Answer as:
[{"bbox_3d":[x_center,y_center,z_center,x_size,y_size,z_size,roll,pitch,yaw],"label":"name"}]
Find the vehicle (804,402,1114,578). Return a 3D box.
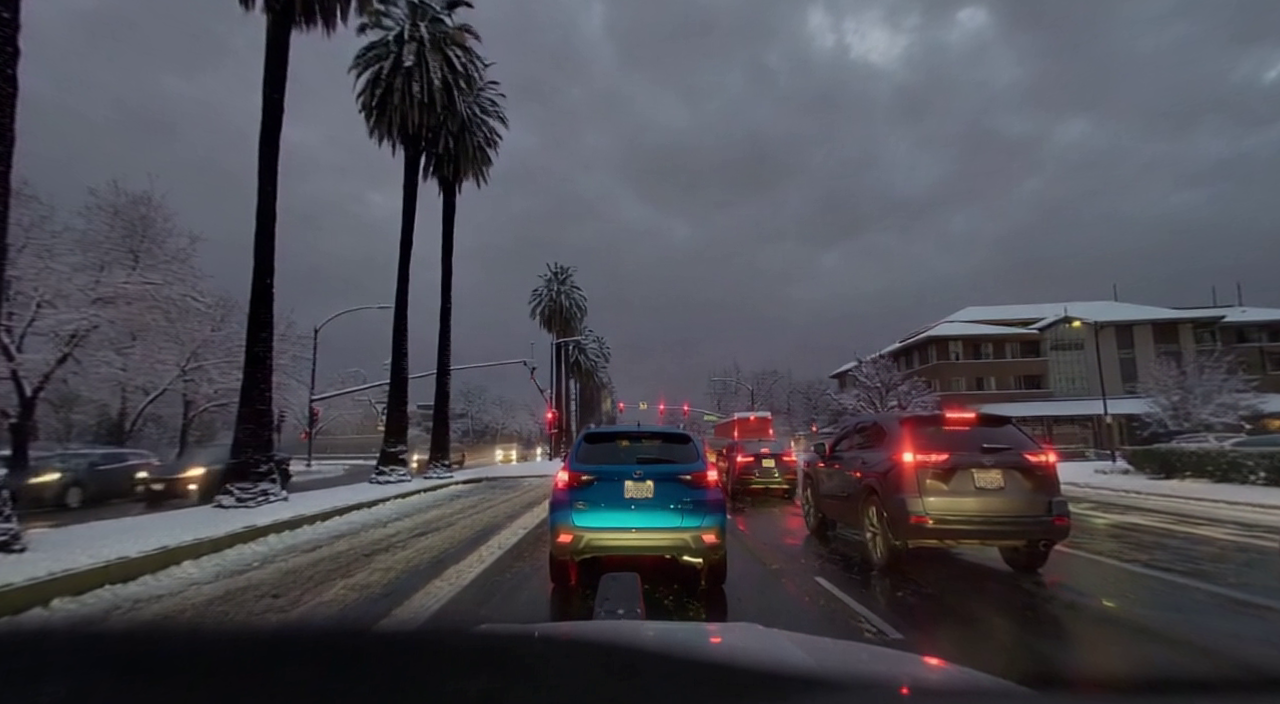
[{"bbox_3d":[3.704,1.683,8.396,1.947,1.725,4.159,0,-9,1],"label":"vehicle"}]

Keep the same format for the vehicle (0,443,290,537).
[{"bbox_3d":[-9.165,2.517,12.225,2.168,1.462,4.505,0,-9,1],"label":"vehicle"}]

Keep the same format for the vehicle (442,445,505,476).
[{"bbox_3d":[-8.576,5.606,32.969,1.975,1.478,4.670,0,-9,0],"label":"vehicle"}]

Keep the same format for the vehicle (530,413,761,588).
[{"bbox_3d":[0.040,1.658,7.808,2.083,1.572,4.021,0,-9,0],"label":"vehicle"}]

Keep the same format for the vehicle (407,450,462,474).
[{"bbox_3d":[-12.367,6.644,38.331,1.946,1.347,4.021,0,-9,1],"label":"vehicle"}]
